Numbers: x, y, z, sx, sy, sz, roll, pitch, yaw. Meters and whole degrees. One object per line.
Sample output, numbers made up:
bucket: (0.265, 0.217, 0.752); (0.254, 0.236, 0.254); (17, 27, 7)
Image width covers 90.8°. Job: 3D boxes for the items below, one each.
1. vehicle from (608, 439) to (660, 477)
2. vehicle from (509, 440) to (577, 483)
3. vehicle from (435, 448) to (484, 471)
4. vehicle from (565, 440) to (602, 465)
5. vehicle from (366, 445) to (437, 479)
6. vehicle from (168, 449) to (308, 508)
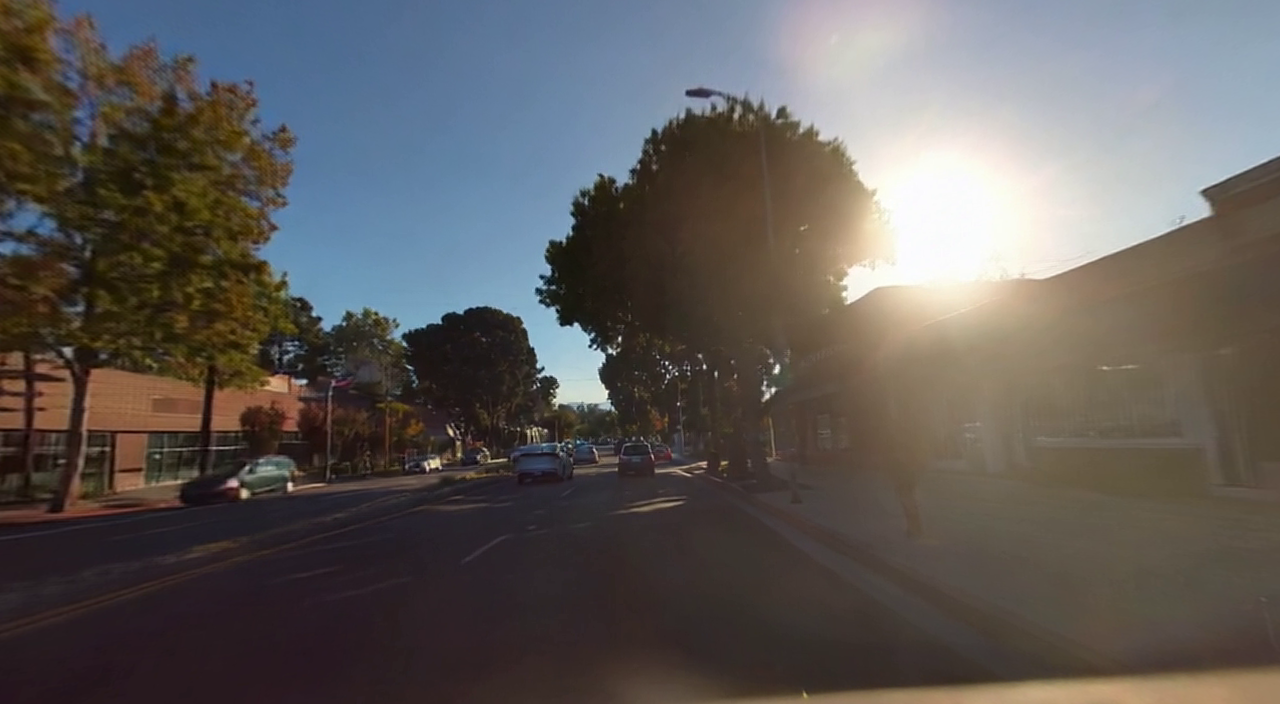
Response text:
vehicle: (-0.309, 4.537, 27.304); (2.085, 1.475, 3.976); (0, -8, -2)
vehicle: (-3.578, 4.114, 24.050); (1.921, 1.477, 4.083); (0, -8, 0)
vehicle: (-12.540, 7.486, 44.190); (1.909, 1.462, 4.608); (-1, -8, 3)
vehicle: (-3.549, 6.401, 40.370); (1.887, 1.517, 4.254); (0, -8, 1)
vehicle: (-13.083, 6.028, 34.973); (1.999, 1.755, 4.518); (-1, -8, 3)
vehicle: (-13.523, 4.231, 21.613); (1.936, 1.656, 4.284); (-3, -8, 1)
